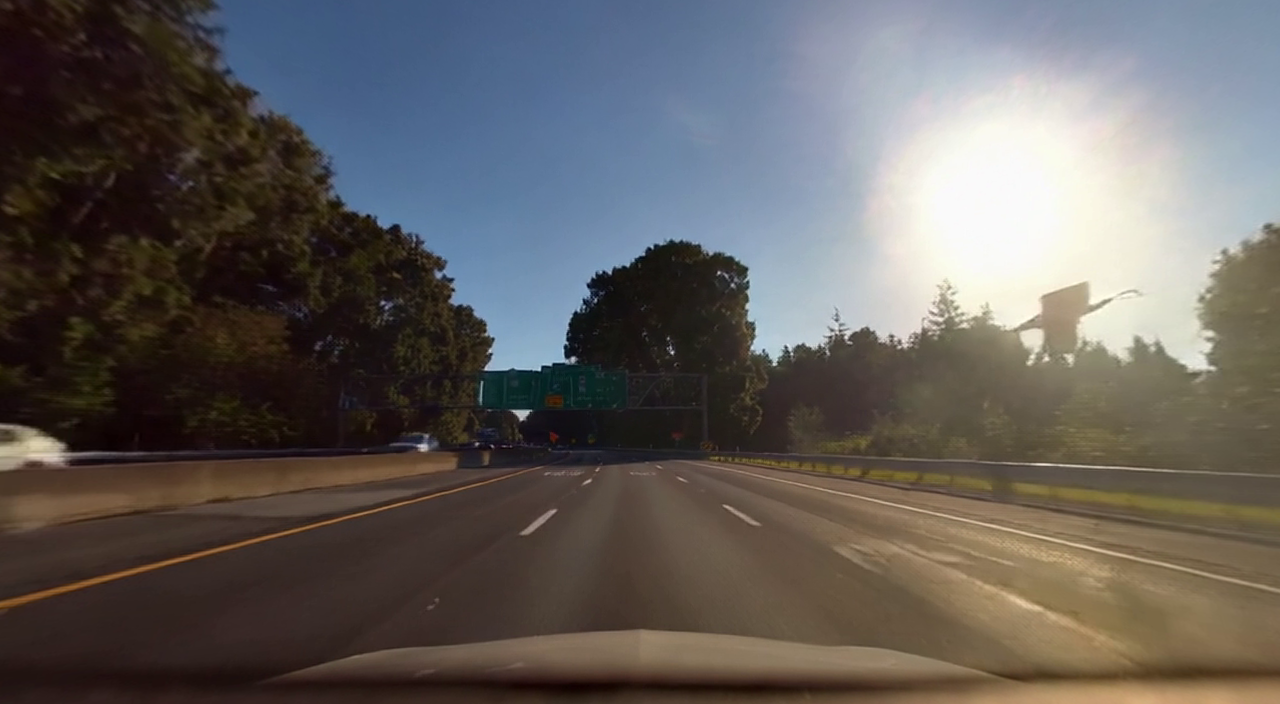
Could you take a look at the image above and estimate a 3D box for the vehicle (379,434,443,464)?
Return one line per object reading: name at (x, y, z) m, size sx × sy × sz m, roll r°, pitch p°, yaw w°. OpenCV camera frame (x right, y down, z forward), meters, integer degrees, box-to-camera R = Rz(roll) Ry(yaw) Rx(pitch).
vehicle at (-12.941, 5.530, 35.921) m, size 1.995 × 1.588 × 4.680 m, roll 0°, pitch -9°, yaw -2°
